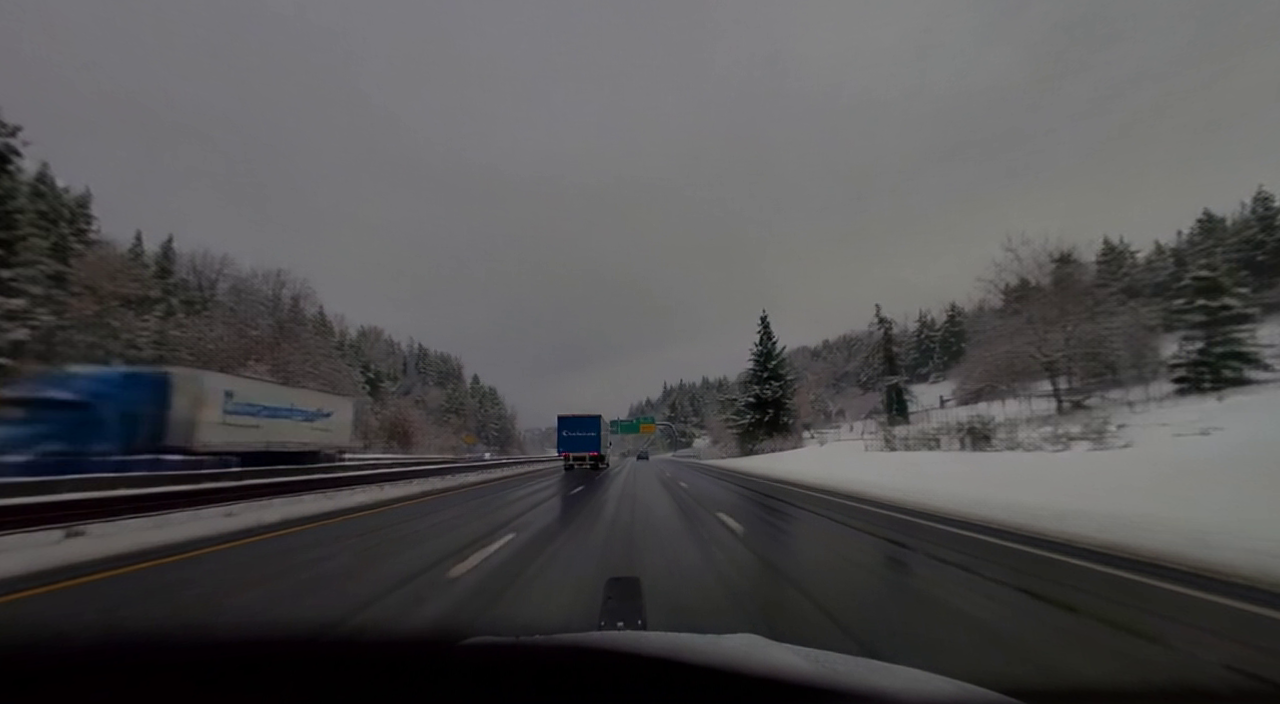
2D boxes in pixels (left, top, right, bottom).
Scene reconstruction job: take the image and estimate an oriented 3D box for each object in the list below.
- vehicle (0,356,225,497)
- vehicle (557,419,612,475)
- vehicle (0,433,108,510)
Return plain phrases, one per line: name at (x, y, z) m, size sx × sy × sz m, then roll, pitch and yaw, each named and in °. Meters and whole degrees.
vehicle at (-17.298, 2.529, 20.786) m, size 3.012 × 3.971 × 5.873 m, roll 0°, pitch -9°, yaw 0°
vehicle at (-3.273, 5.867, 38.870) m, size 2.695 × 3.151 × 6.885 m, roll 0°, pitch -9°, yaw 0°
vehicle at (-13.238, 2.399, 12.708) m, size 1.777 × 1.473 × 3.648 m, roll 0°, pitch -9°, yaw 0°
